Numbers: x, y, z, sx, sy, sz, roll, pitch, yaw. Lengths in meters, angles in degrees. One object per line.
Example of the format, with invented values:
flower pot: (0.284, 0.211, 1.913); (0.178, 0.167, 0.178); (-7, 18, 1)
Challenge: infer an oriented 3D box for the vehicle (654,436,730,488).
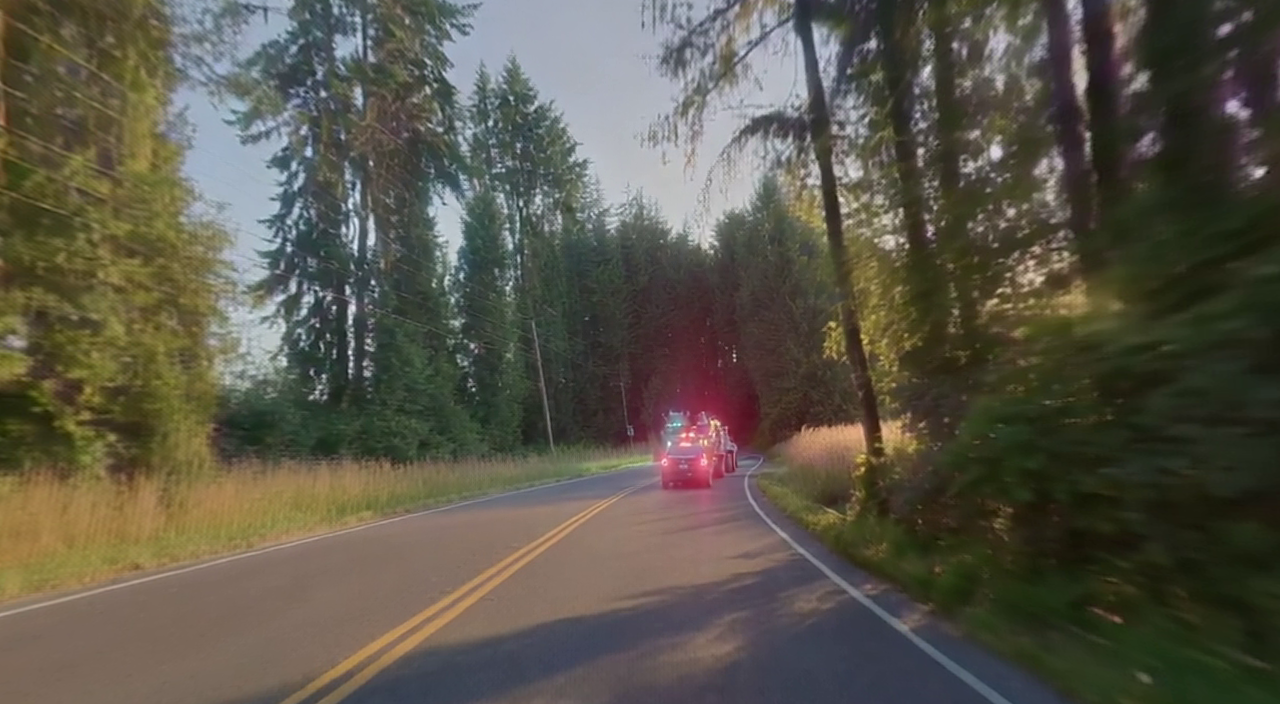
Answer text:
vehicle: (1.780, 3.511, 20.498); (2.196, 1.465, 4.294); (-1, -8, 7)
